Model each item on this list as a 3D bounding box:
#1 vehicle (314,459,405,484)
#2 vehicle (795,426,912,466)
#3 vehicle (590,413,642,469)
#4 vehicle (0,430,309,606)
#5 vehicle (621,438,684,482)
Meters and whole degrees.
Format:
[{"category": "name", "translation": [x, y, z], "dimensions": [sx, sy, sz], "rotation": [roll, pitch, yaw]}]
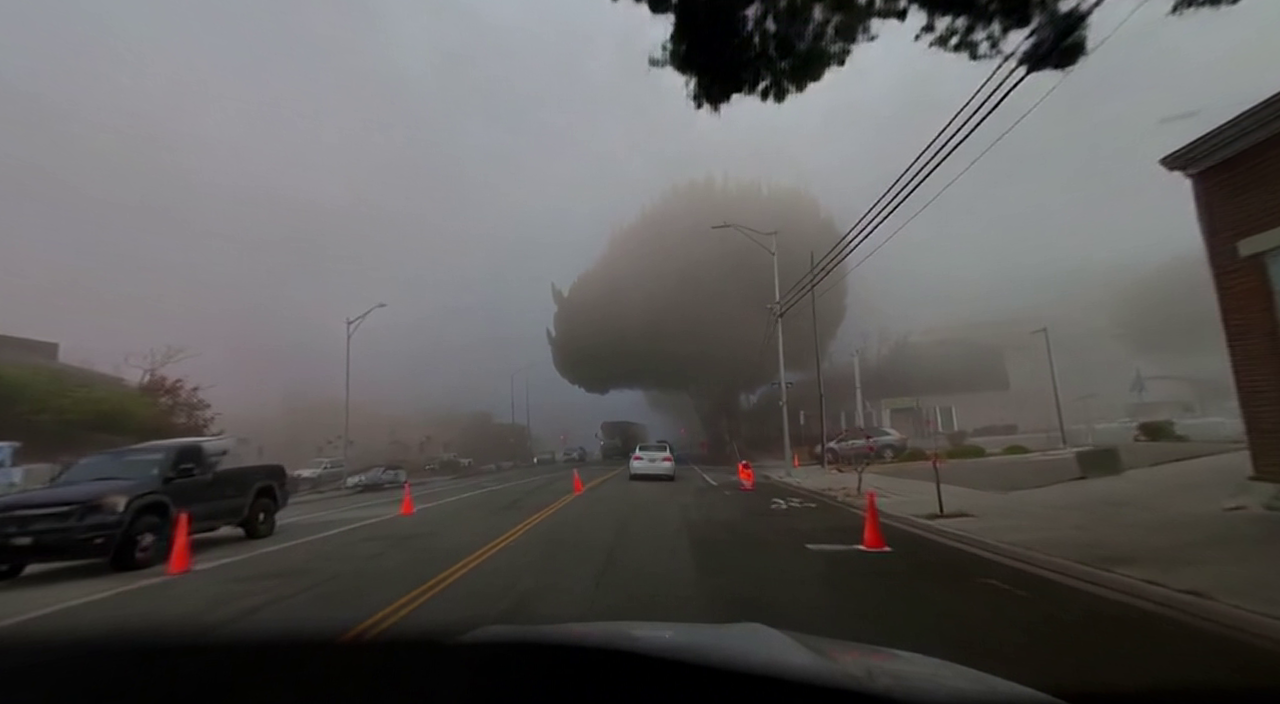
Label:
[{"category": "vehicle", "translation": [-18.327, 7.829, 41.441], "dimensions": [4.952, 1.510, 2.115], "rotation": [-1, -8, 5]}, {"category": "vehicle", "translation": [10.439, 4.627, 31.224], "dimensions": [4.859, 1.914, 2.333], "rotation": [1, -8, -5]}, {"category": "vehicle", "translation": [-1.461, 6.087, 43.332], "dimensions": [2.977, 3.271, 12.748], "rotation": [0, -8, -1]}, {"category": "vehicle", "translation": [-6.897, 2.041, 8.760], "dimensions": [2.016, 1.693, 4.911], "rotation": [-3, -8, 0]}, {"category": "vehicle", "translation": [0.502, 4.038, 23.909], "dimensions": [2.159, 1.506, 4.086], "rotation": [0, -8, 2]}]
